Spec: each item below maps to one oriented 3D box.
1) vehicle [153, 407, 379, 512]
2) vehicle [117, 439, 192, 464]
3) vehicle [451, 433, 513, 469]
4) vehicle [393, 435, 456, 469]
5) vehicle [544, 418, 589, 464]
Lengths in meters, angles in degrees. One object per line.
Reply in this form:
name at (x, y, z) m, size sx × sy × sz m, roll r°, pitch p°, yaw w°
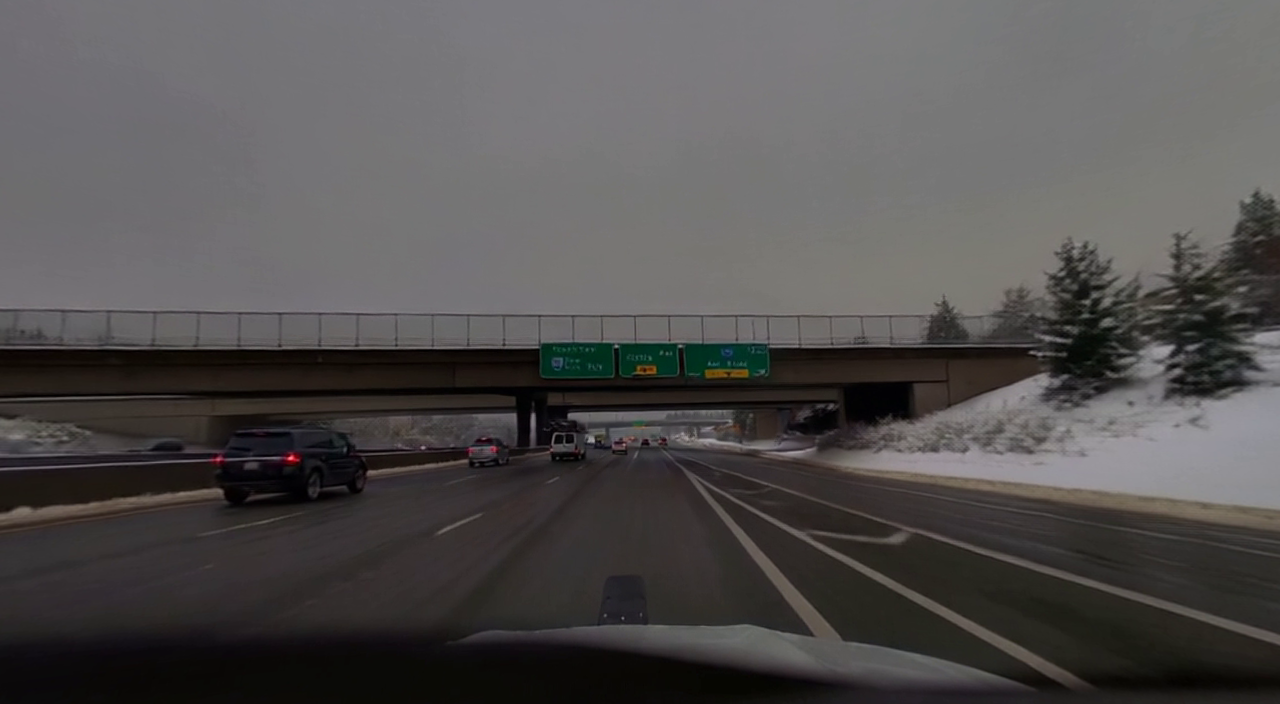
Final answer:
vehicle at (-7.917, 2.335, 14.033) m, size 2.179 × 1.948 × 4.618 m, roll 0°, pitch -8°, yaw 0°
vehicle at (-37.832, 7.772, 49.062) m, size 2.125 × 1.820 × 4.546 m, roll 0°, pitch -8°, yaw 0°
vehicle at (-8.276, 5.249, 33.422) m, size 2.109 × 1.784 × 4.709 m, roll 0°, pitch -8°, yaw -1°
vehicle at (-11.583, 5.391, 34.037) m, size 1.900 × 1.726 × 4.236 m, roll 0°, pitch -8°, yaw -1°
vehicle at (-4.800, 5.986, 42.082) m, size 2.301 × 2.843 × 6.458 m, roll 0°, pitch -8°, yaw -1°
